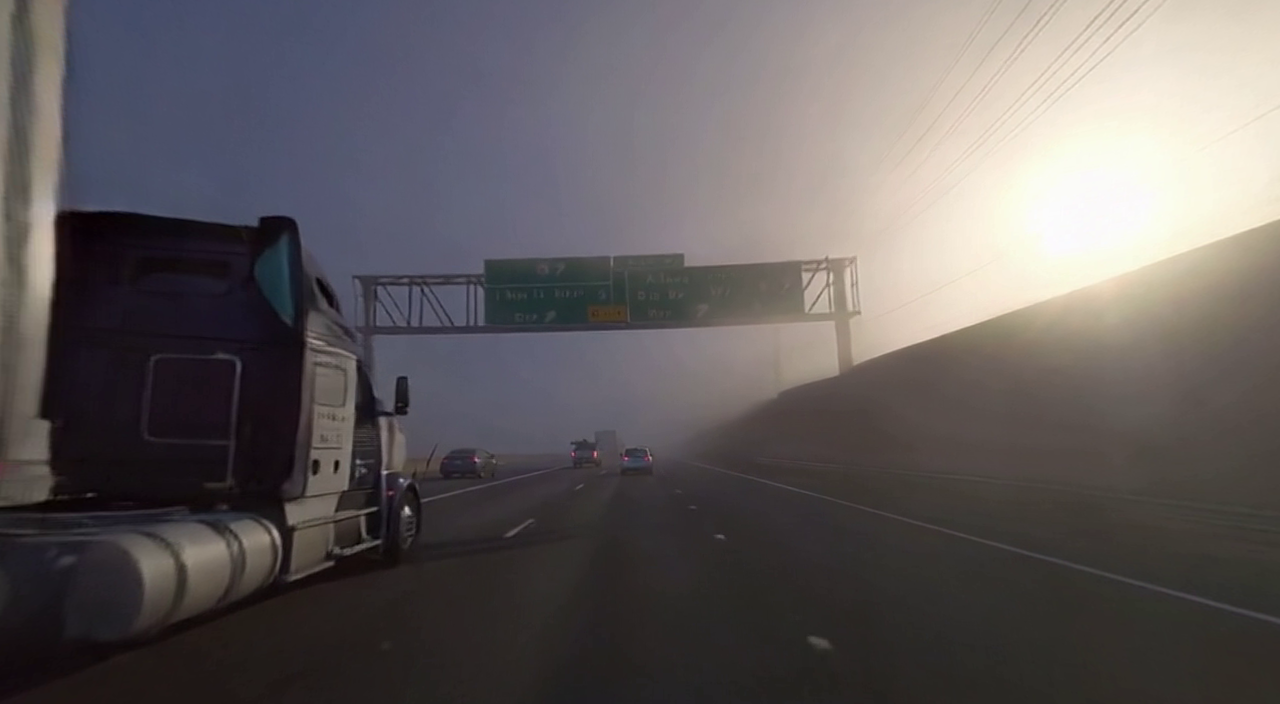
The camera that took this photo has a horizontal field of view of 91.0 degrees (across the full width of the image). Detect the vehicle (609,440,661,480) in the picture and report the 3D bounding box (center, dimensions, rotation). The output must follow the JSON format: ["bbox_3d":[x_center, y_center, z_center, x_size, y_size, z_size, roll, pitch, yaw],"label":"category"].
[{"bbox_3d":[-0.204,4.875,28.649,2.178,1.640,4.071,0,-9,0],"label":"vehicle"}]

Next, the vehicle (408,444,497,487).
[{"bbox_3d":[-7.235,4.391,24.810,2.025,1.510,4.582,-1,-9,1],"label":"vehicle"}]

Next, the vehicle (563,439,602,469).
[{"bbox_3d":[-3.813,6.856,42.478,2.109,1.840,4.614,0,-9,1],"label":"vehicle"}]
